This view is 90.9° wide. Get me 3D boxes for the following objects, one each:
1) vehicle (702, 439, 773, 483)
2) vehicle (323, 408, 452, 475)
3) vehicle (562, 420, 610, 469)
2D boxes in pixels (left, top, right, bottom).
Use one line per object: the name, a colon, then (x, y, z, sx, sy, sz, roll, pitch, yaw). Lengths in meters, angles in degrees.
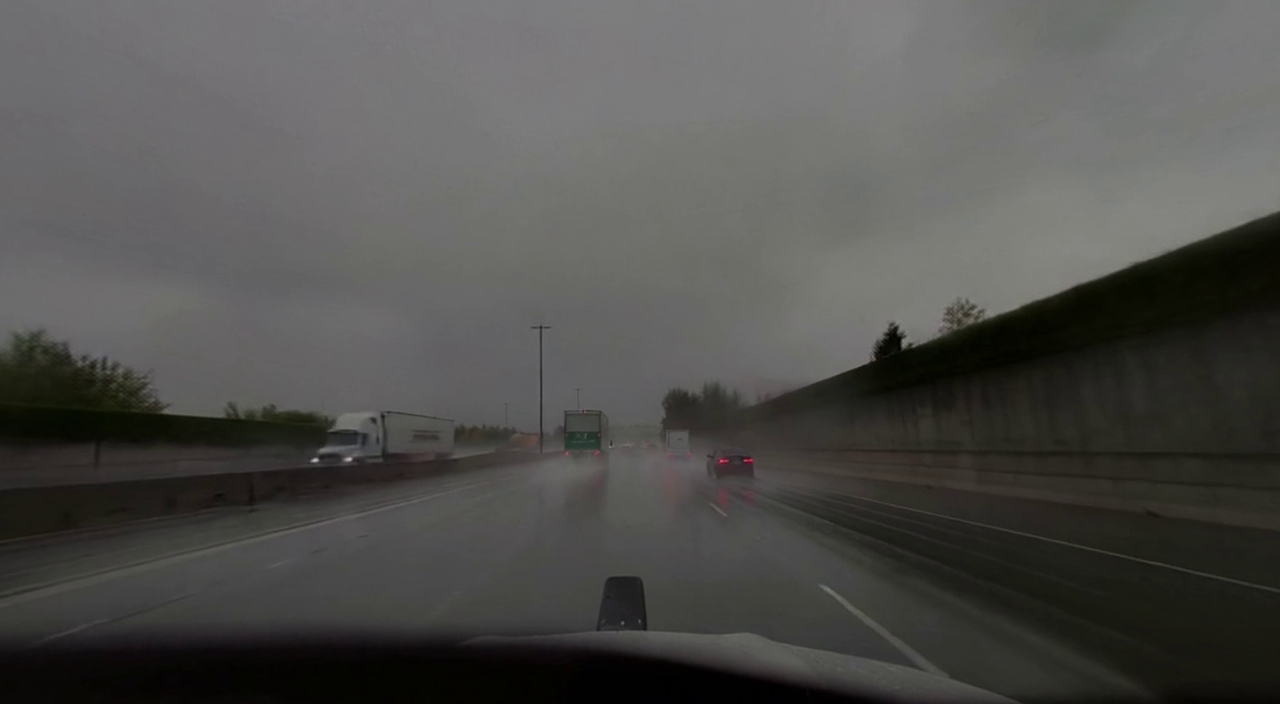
vehicle: (3.661, 4.197, 24.409, 1.983, 1.545, 4.038, 0, -9, -1)
vehicle: (-18.710, 7.053, 49.004, 3.193, 4.259, 17.218, 0, -9, -1)
vehicle: (-3.696, 6.602, 44.819, 2.667, 3.195, 6.731, 0, -9, 1)
